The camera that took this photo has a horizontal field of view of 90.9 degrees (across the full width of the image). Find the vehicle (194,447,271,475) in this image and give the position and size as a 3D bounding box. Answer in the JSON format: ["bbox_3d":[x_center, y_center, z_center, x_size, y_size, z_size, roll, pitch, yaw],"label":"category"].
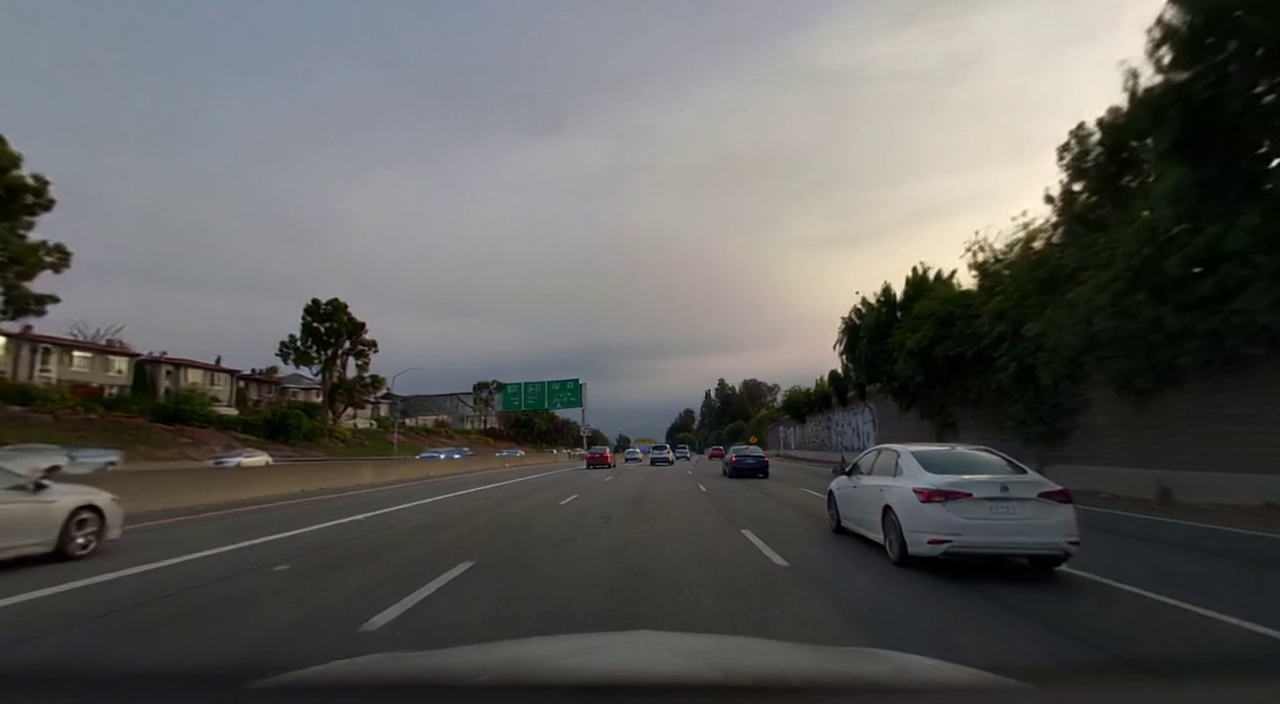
[{"bbox_3d":[-25.950,6.950,40.370,1.827,1.654,4.388,0,-8,2],"label":"vehicle"}]

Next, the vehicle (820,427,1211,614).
[{"bbox_3d":[3.688,1.693,7.360,1.912,1.509,4.291,0,-8,0],"label":"vehicle"}]

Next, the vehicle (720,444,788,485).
[{"bbox_3d":[4.231,4.229,24.049,1.854,1.438,3.954,0,-8,0],"label":"vehicle"}]

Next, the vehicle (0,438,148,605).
[{"bbox_3d":[-6.849,1.454,5.155,2.050,1.507,4.375,0,-8,1],"label":"vehicle"}]

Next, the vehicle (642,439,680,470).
[{"bbox_3d":[1.295,6.168,38.110,2.183,1.764,4.134,0,-8,3],"label":"vehicle"}]

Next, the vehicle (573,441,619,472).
[{"bbox_3d":[-2.570,6.270,38.041,2.070,1.740,4.678,-1,-8,4],"label":"vehicle"}]
